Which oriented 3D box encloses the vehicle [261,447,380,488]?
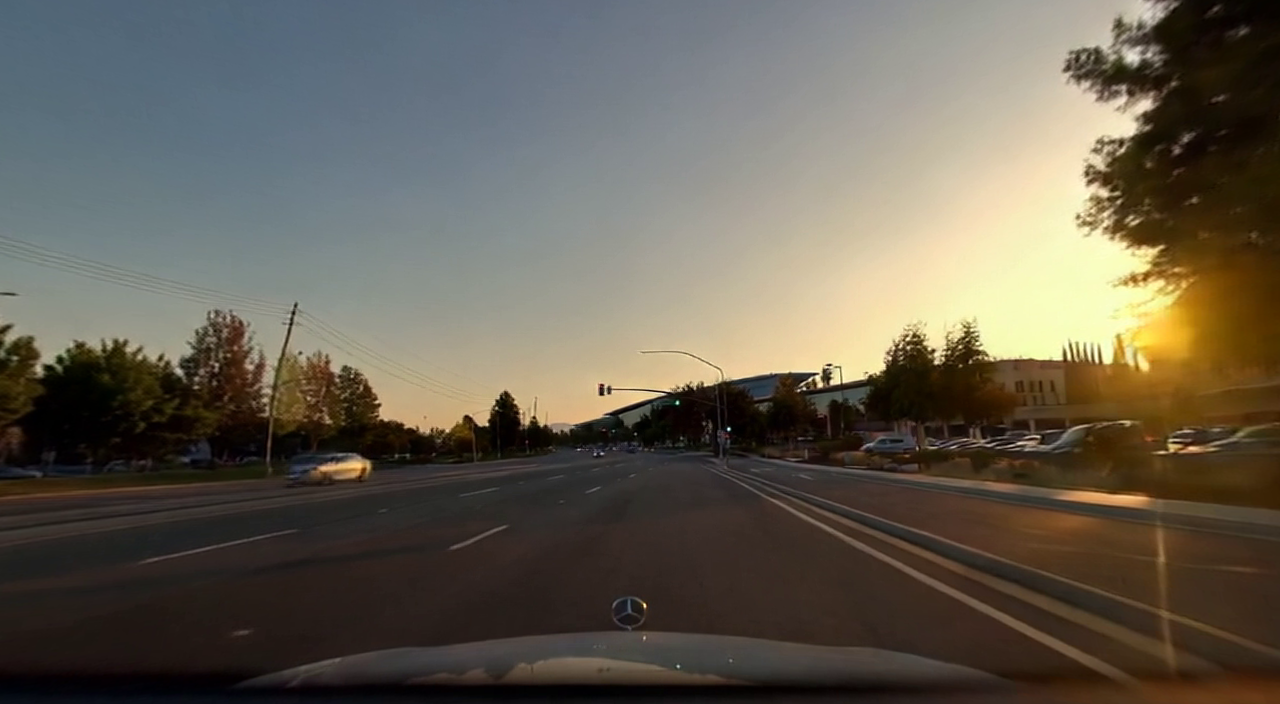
[{"bbox_3d":[-12.719,4.608,25.513,2.240,1.452,4.518,-1,-8,4],"label":"vehicle"}]
